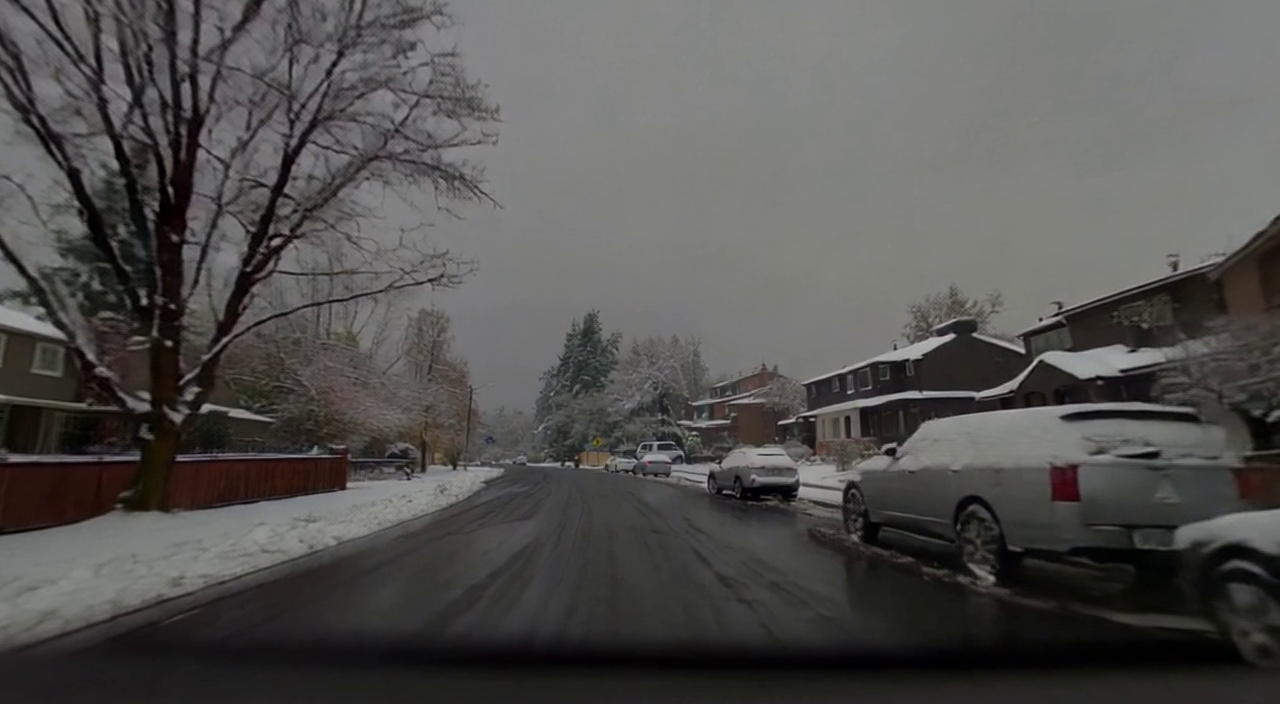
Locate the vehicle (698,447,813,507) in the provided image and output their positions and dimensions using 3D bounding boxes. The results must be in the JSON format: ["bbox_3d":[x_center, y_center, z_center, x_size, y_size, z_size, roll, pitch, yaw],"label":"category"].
[{"bbox_3d":[3.735,4.131,21.503,2.111,1.771,4.942,2,-9,-11],"label":"vehicle"}]

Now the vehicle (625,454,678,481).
[{"bbox_3d":[0.664,7.442,40.993,2.193,1.504,4.576,2,-9,-16],"label":"vehicle"}]

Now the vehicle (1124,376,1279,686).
[{"bbox_3d":[5.202,0.936,2.624,2.690,1.819,4.532,2,-9,-2],"label":"vehicle"}]

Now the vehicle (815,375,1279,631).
[{"bbox_3d":[4.874,1.781,8.762,2.788,2.227,6.194,0,-9,-3],"label":"vehicle"}]
